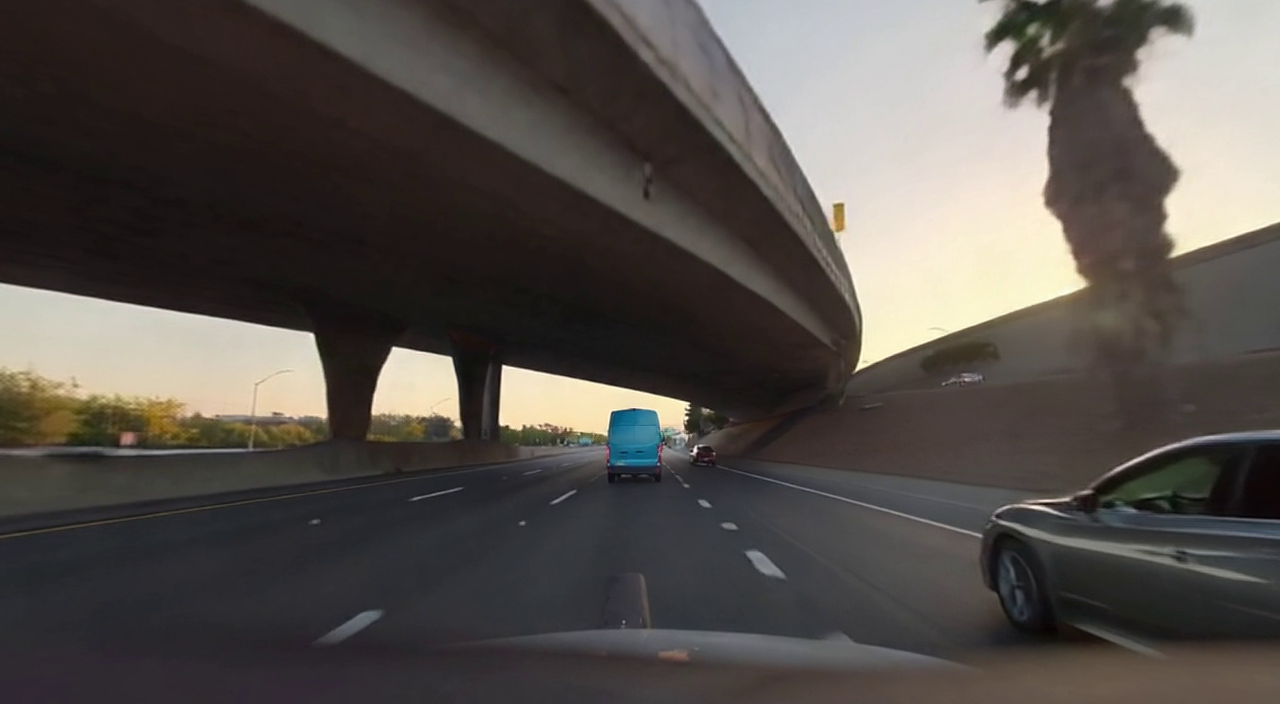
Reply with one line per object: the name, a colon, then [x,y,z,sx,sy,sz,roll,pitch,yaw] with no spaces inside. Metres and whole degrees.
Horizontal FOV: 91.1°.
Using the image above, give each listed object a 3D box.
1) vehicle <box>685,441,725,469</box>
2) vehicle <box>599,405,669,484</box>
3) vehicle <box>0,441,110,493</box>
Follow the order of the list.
vehicle: [3.924,6.269,38.377,1.987,1.648,3.984,0,-9,0]
vehicle: [-0.089,3.683,25.056,2.476,2.776,5.598,-1,-9,3]
vehicle: [-24.670,4.465,24.629,2.399,1.870,5.968,0,-9,2]
